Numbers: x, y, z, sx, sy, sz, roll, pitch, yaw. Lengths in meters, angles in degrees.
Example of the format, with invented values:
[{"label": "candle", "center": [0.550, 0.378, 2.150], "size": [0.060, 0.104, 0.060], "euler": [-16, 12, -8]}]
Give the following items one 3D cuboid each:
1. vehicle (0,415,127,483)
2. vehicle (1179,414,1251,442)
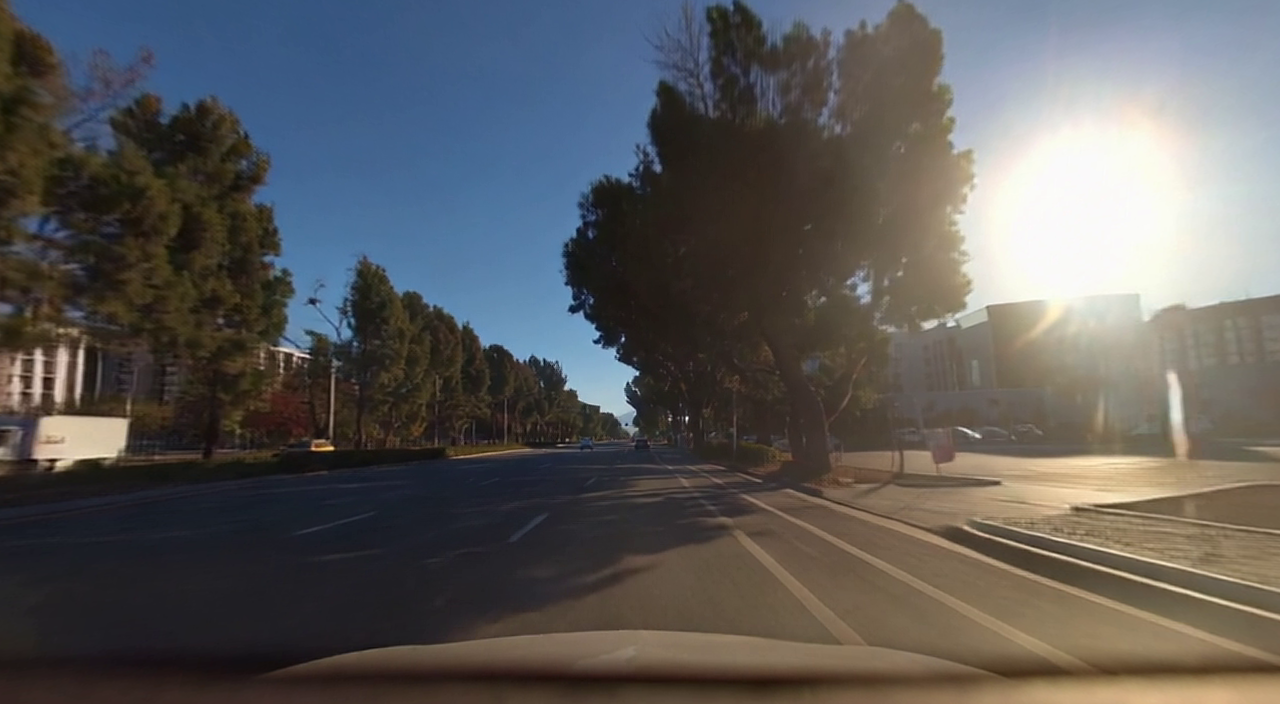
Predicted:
[{"label": "vehicle", "center": [-39.205, 6.142, 39.887], "size": [3.190, 3.960, 12.082], "euler": [0, -8, 1]}, {"label": "vehicle", "center": [44.396, 5.917, 48.656], "size": [5.546, 2.037, 2.222], "euler": [4, -9, -29]}]
